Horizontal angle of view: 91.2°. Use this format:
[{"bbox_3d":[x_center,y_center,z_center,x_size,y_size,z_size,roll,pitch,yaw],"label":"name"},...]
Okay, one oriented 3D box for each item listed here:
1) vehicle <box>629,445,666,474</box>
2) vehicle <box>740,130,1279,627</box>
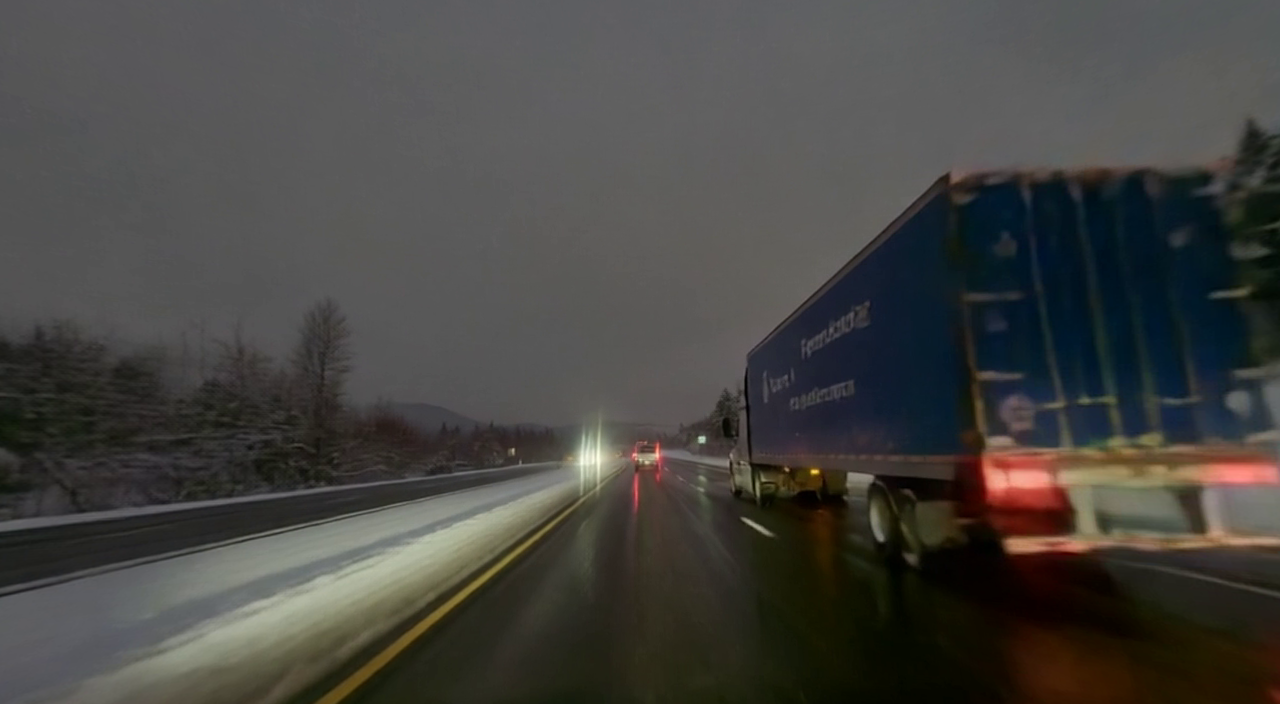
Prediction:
[{"bbox_3d":[0.422,6.643,38.841,2.160,1.691,4.243,0,-9,0],"label":"vehicle"},{"bbox_3d":[4.827,1.248,12.707,3.167,4.180,14.924,2,-9,0],"label":"vehicle"}]
